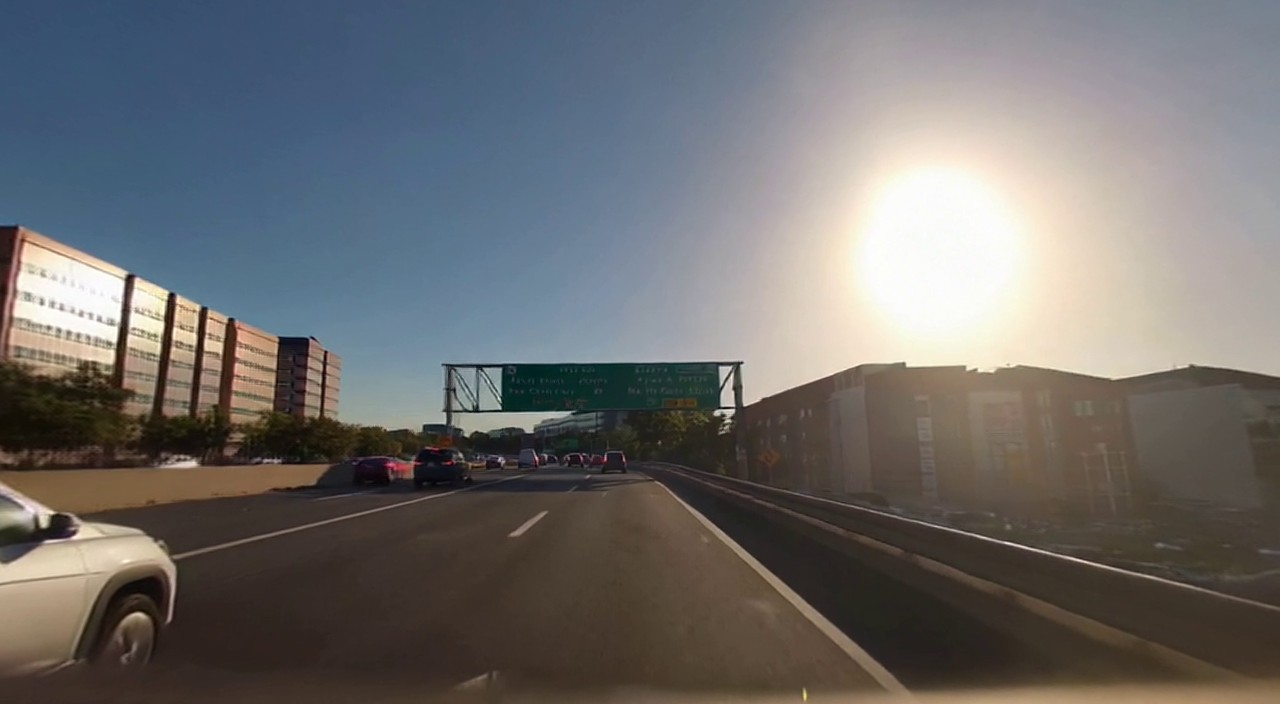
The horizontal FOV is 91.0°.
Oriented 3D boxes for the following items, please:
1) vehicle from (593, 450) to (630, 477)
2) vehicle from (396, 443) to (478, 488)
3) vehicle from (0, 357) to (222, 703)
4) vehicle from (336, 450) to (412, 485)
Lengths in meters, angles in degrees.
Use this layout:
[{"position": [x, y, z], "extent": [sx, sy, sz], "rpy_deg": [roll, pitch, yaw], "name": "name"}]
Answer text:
[{"position": [-1.736, 6.791, 38.590], "extent": [2.110, 1.501, 4.319], "rpy_deg": [0, -9, -3], "name": "vehicle"}, {"position": [-8.412, 4.717, 26.514], "extent": [2.065, 1.689, 4.399], "rpy_deg": [0, -9, -1], "name": "vehicle"}, {"position": [-3.624, 0.738, 1.528], "extent": [2.036, 1.717, 4.592], "rpy_deg": [0, -9, 0], "name": "vehicle"}, {"position": [-12.346, 5.359, 29.520], "extent": [1.936, 1.501, 3.900], "rpy_deg": [0, -9, -2], "name": "vehicle"}]
